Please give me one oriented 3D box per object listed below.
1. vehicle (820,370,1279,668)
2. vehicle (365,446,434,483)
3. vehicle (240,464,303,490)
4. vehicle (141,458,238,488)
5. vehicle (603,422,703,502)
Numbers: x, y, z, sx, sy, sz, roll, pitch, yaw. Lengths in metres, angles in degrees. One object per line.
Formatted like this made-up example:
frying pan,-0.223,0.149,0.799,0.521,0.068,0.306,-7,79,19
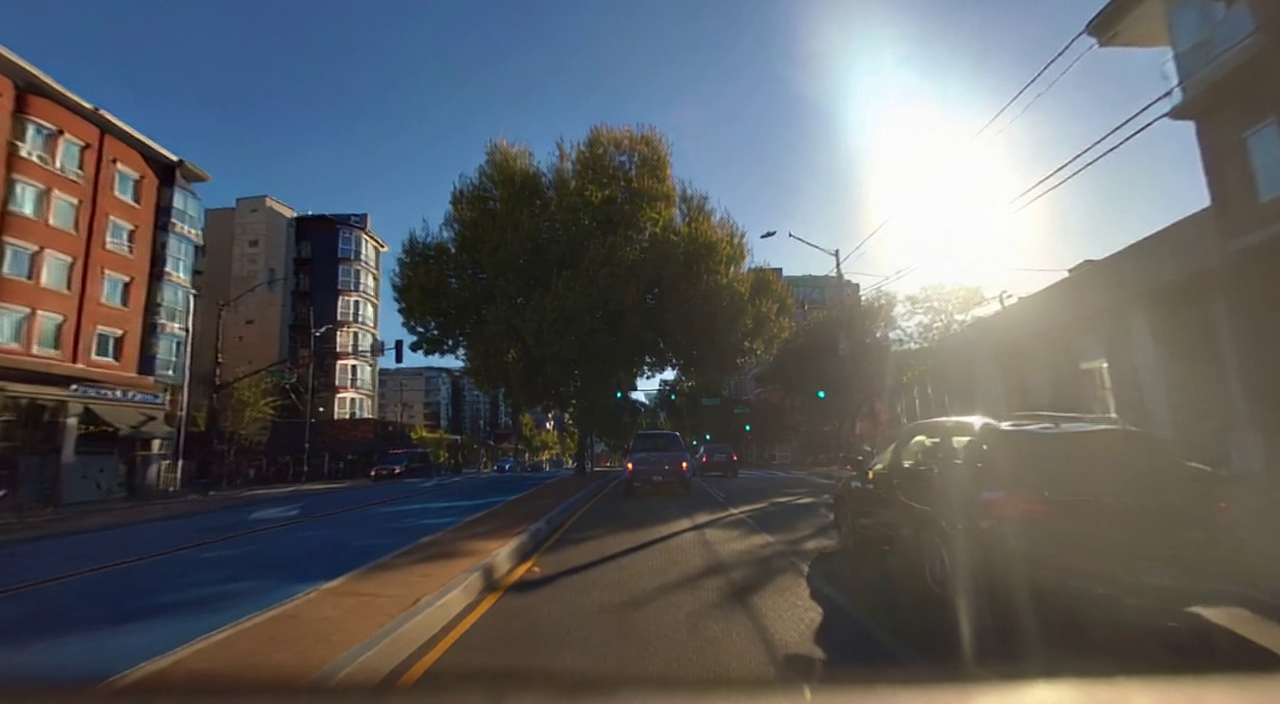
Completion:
vehicle,3.225,1.282,5.831,1.939,1.746,4.091,0,-9,1
vehicle,-13.443,6.273,35.562,1.914,1.889,4.585,-1,-9,2
vehicle,-27.259,9.233,46.695,3.416,1.466,1.840,4,-5,0
vehicle,-28.882,7.743,40.536,4.558,1.818,2.120,0,-9,1
vehicle,0.299,2.758,16.106,2.209,1.748,4.130,0,-9,1
